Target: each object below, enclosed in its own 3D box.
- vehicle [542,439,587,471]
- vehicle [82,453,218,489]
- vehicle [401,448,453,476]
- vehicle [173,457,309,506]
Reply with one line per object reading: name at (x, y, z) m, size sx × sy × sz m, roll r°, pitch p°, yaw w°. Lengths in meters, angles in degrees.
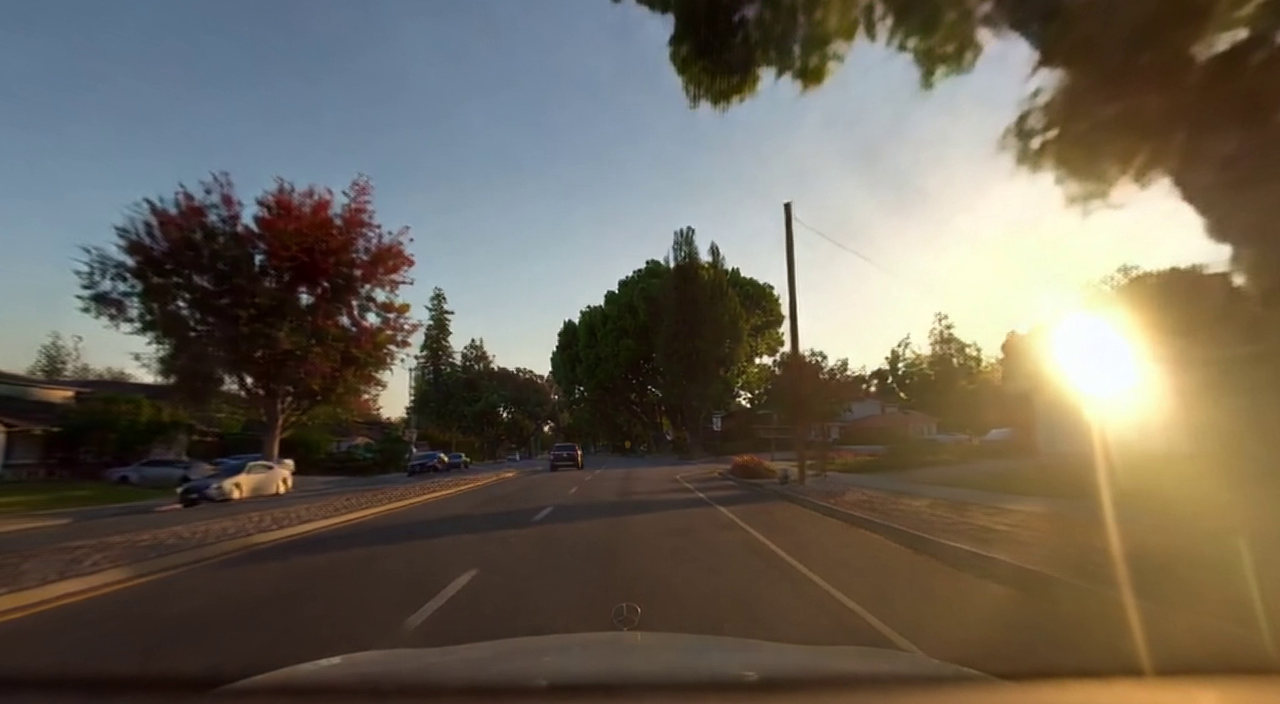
vehicle at (-4.338, 5.993, 36.998) m, size 2.135 × 1.731 × 4.232 m, roll 0°, pitch -8°, yaw -1°
vehicle at (-21.724, 5.261, 28.114) m, size 4.669 × 1.464 × 1.879 m, roll -1°, pitch -8°, yaw 5°
vehicle at (-14.541, 7.529, 43.378) m, size 1.966 × 1.760 × 4.604 m, roll 0°, pitch -8°, yaw -1°
vehicle at (-14.277, 4.638, 23.022) m, size 1.900 × 1.494 × 4.730 m, roll 0°, pitch -8°, yaw -1°
